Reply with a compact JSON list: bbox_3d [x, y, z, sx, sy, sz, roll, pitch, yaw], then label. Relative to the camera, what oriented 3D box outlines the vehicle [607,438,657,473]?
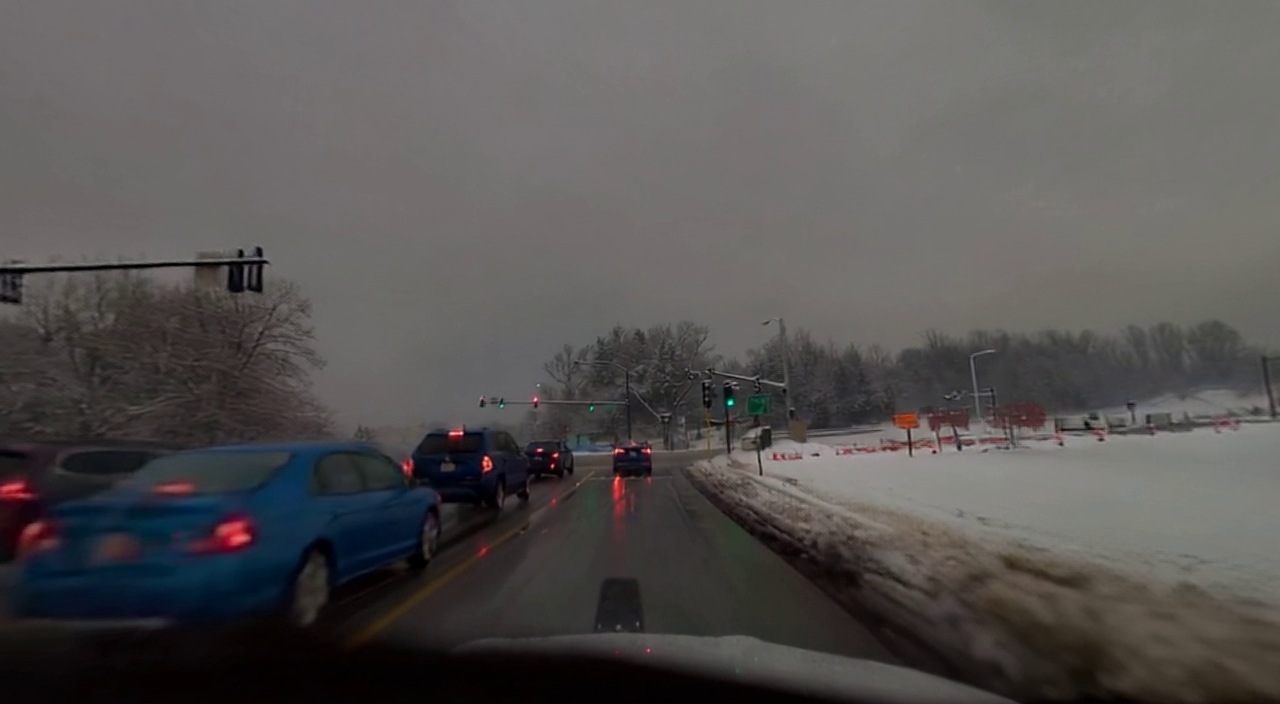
[{"bbox_3d":[-0.364,4.849,29.808,2.183,1.506,4.286,0,-9,0],"label":"vehicle"}]

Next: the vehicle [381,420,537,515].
[{"bbox_3d":[-4.031,2.683,15.148,2.236,1.886,4.792,0,-9,1],"label":"vehicle"}]

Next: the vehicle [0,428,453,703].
[{"bbox_3d":[-3.261,1.485,5.496,2.042,1.441,4.172,-2,-9,0],"label":"vehicle"}]

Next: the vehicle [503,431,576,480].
[{"bbox_3d":[-4.095,4.322,26.588,2.240,1.844,5.043,0,-9,0],"label":"vehicle"}]
